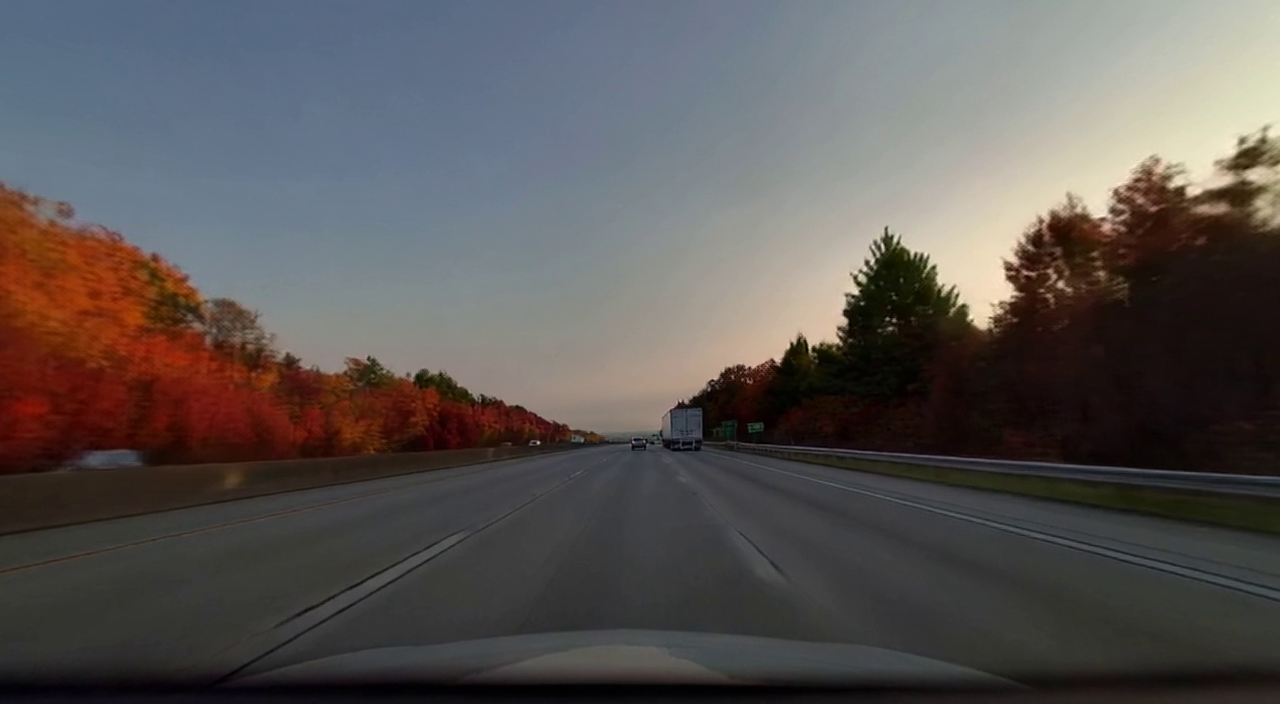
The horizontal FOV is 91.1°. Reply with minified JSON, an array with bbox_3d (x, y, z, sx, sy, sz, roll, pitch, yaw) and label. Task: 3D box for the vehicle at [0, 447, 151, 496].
[{"bbox_3d":[-21.304,4.461,23.920,1.876,1.606,4.192,-1,-8,0],"label":"vehicle"}]
